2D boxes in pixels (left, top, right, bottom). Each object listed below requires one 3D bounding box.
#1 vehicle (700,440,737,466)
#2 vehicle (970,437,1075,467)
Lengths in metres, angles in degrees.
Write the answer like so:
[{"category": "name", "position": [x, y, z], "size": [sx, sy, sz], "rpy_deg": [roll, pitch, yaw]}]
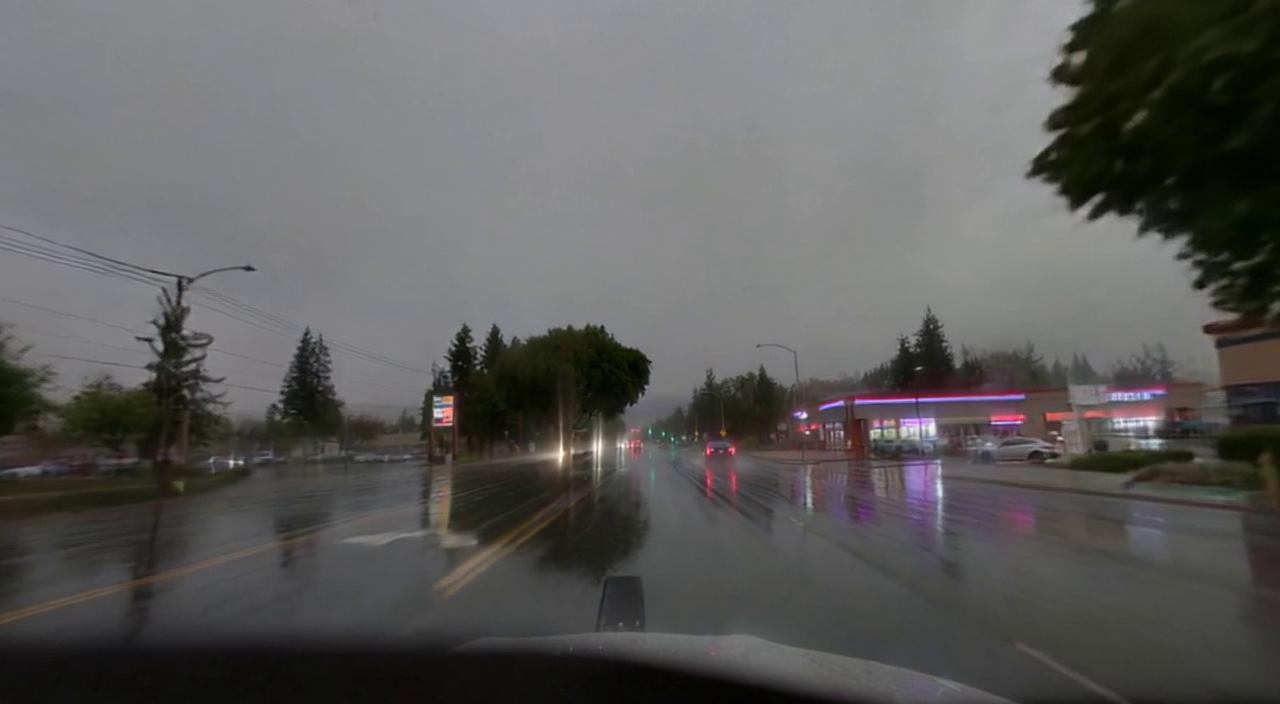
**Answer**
[{"category": "vehicle", "position": [5.243, 6.785, 42.645], "size": [1.957, 1.643, 4.226], "rpy_deg": [0, -9, 0]}, {"category": "vehicle", "position": [23.166, 6.095, 38.486], "size": [2.086, 1.730, 4.913], "rpy_deg": [6, -11, -34]}]
